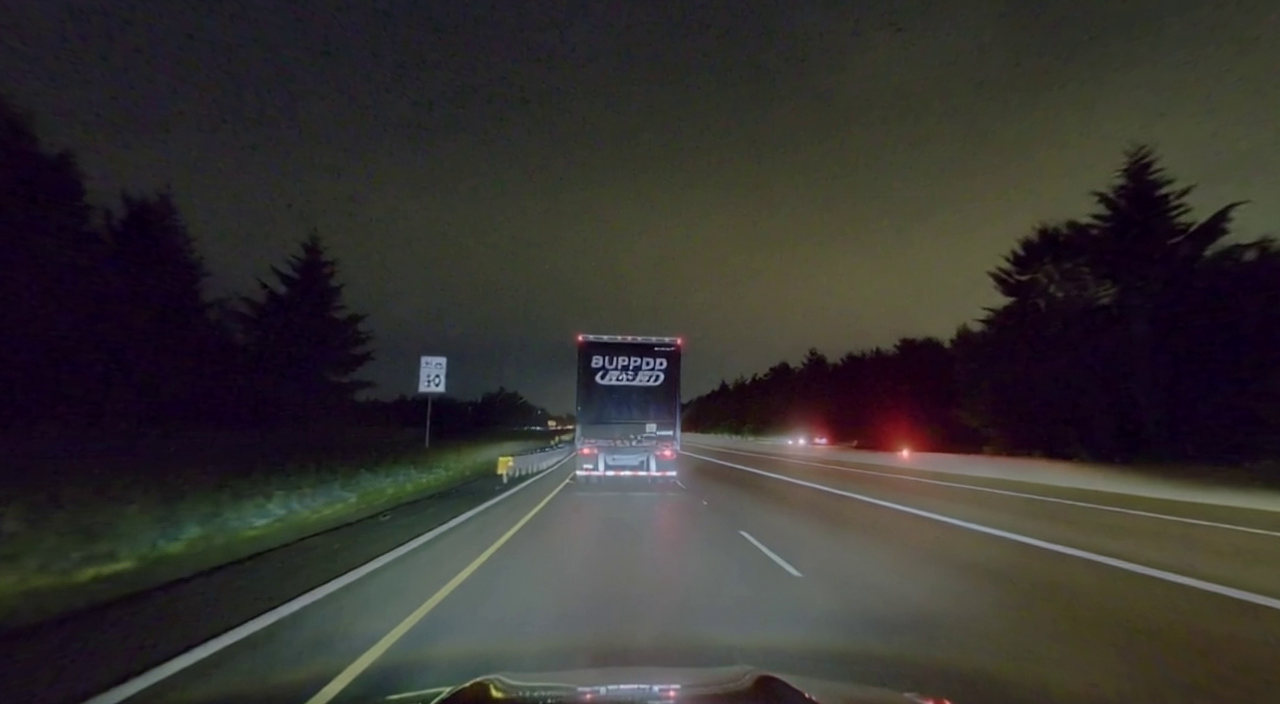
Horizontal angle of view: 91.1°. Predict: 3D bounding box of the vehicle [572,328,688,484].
[{"bbox_3d":[-0.459,1.899,20.188,2.870,3.911,8.697,0,-8,-3],"label":"vehicle"}]
